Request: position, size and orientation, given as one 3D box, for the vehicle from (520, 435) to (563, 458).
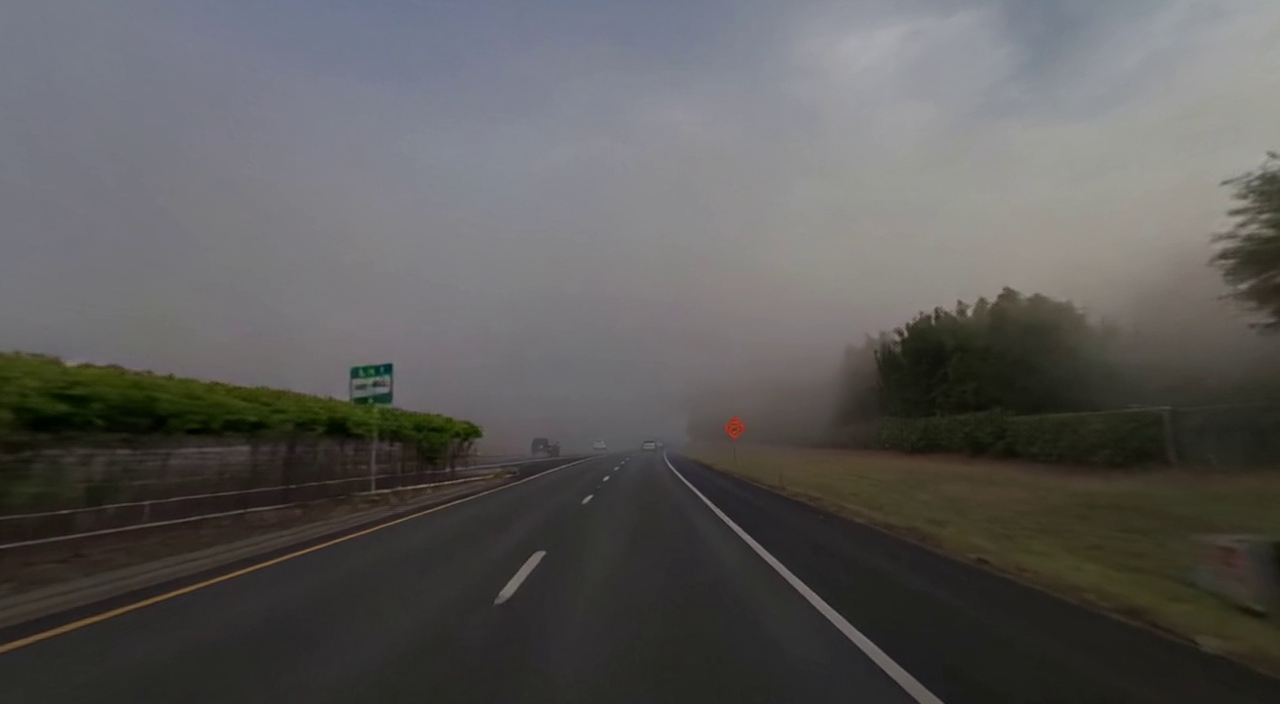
[{"bbox_3d":[-7.212,6.984,46.588,2.141,1.612,3.998,-1,-8,7],"label":"vehicle"}]
